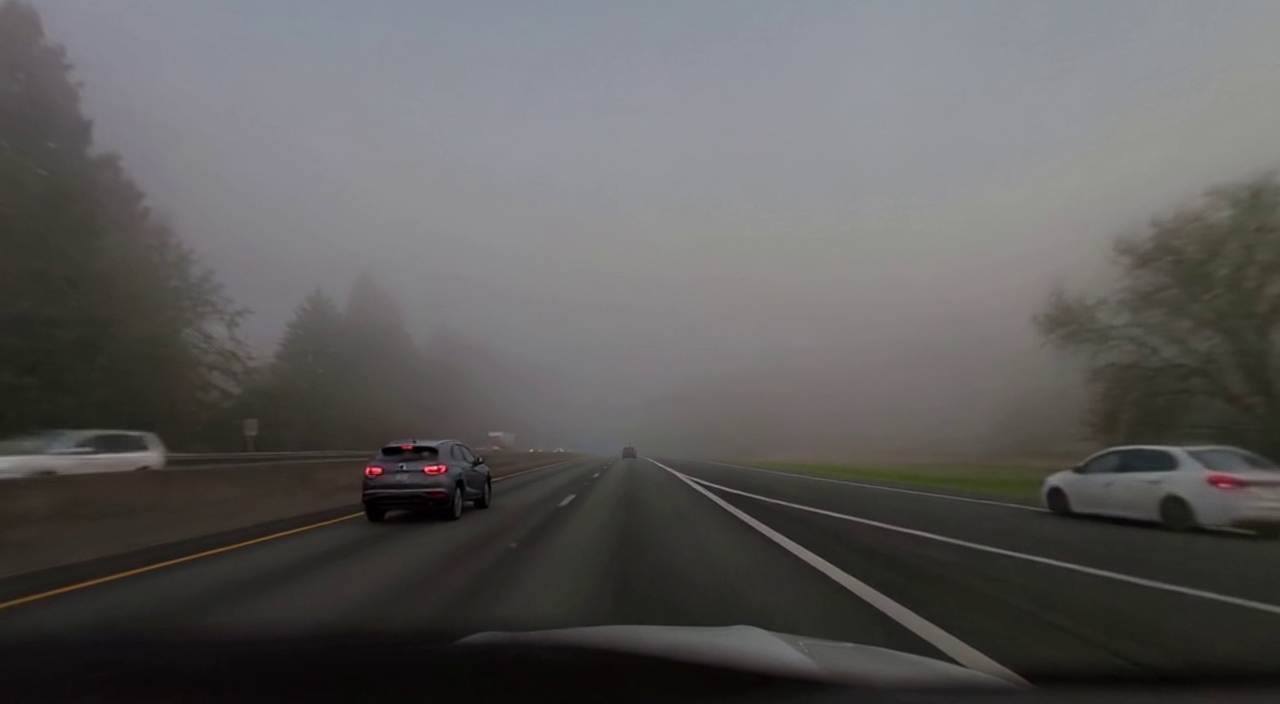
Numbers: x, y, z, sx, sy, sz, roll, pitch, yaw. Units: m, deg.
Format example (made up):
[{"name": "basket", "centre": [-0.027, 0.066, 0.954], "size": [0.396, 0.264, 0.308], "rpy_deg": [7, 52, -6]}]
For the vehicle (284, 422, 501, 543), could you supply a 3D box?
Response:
[{"name": "vehicle", "centre": [-4.078, 2.224, 11.359], "size": [2.111, 1.717, 4.426], "rpy_deg": [0, -9, 0]}]

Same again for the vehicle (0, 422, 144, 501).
[{"name": "vehicle", "centre": [-13.193, 2.299, 13.314], "size": [1.870, 1.489, 4.309], "rpy_deg": [0, -9, -1]}]

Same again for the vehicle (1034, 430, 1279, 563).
[{"name": "vehicle", "centre": [8.381, 1.906, 8.735], "size": [2.117, 1.558, 4.736], "rpy_deg": [2, -9, -12]}]
